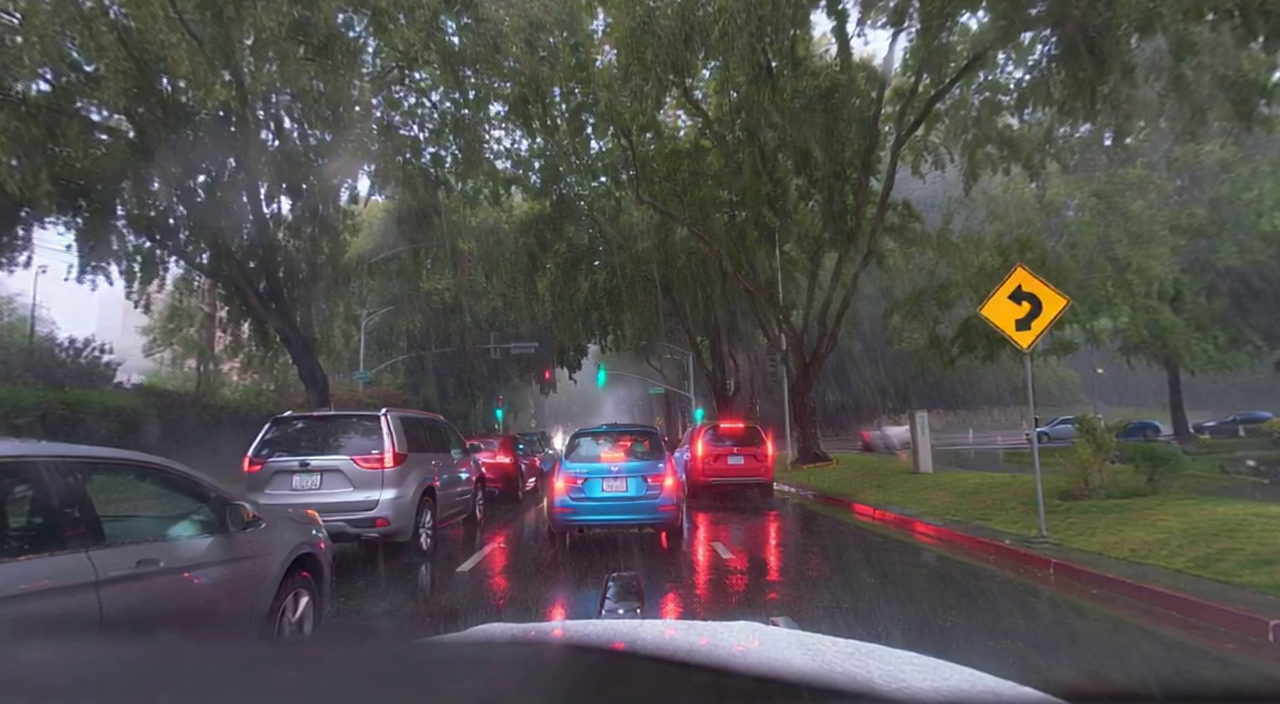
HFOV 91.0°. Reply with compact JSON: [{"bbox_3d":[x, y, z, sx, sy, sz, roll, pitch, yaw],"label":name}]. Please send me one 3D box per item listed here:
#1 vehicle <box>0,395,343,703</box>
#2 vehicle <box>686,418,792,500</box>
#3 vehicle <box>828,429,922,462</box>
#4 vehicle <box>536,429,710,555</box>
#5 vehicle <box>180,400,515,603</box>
[{"bbox_3d":[-2.920,0.839,1.618,1.974,1.484,4.716,0,-8,1],"label":"vehicle"},{"bbox_3d":[2.452,2.808,16.873,2.059,1.864,4.541,0,-8,-1],"label":"vehicle"},{"bbox_3d":[11.388,4.558,30.699,3.883,1.534,1.779,0,-8,2],"label":"vehicle"},{"bbox_3d":[-0.252,1.922,9.352,2.025,1.453,3.848,0,-8,-2],"label":"vehicle"},{"bbox_3d":[-2.894,1.570,7.453,1.964,1.712,4.097,0,-8,0],"label":"vehicle"}]
